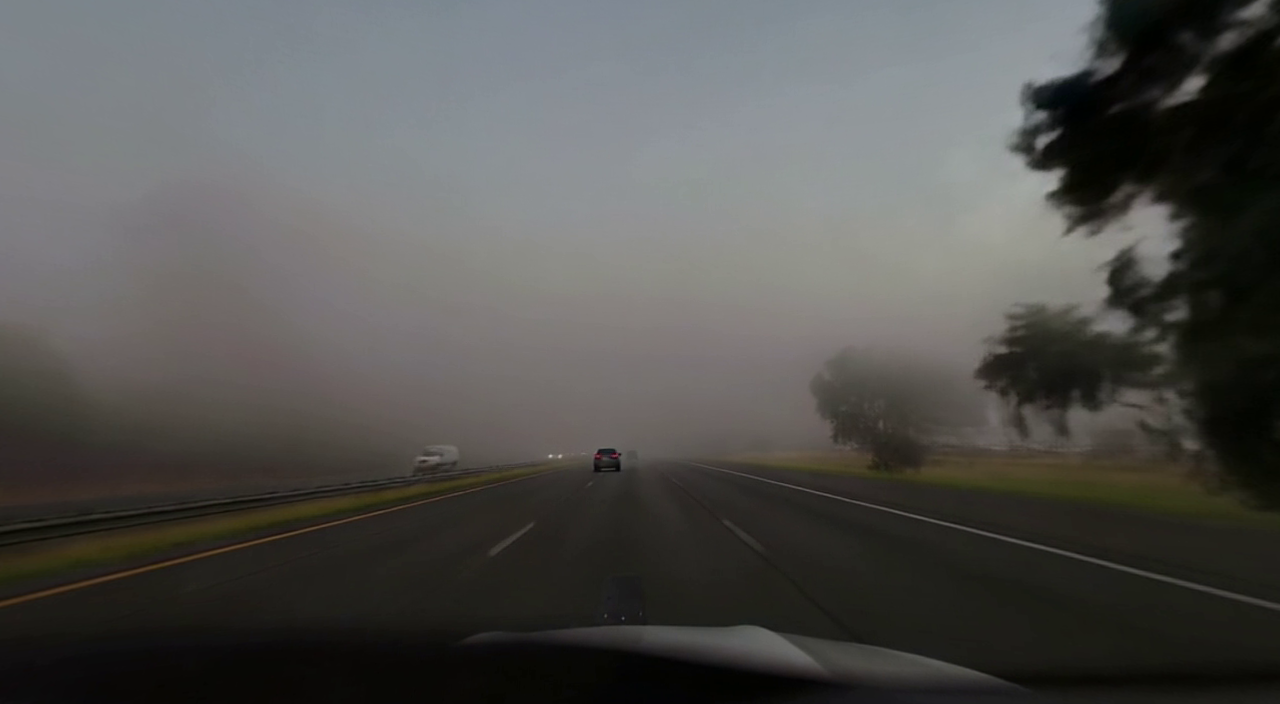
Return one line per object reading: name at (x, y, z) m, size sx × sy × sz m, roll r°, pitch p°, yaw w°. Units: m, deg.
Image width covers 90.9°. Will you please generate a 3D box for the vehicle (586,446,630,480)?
vehicle at (-1.476, 5.373, 30.603) m, size 1.916 × 1.494 × 4.335 m, roll 0°, pitch -9°, yaw 0°
